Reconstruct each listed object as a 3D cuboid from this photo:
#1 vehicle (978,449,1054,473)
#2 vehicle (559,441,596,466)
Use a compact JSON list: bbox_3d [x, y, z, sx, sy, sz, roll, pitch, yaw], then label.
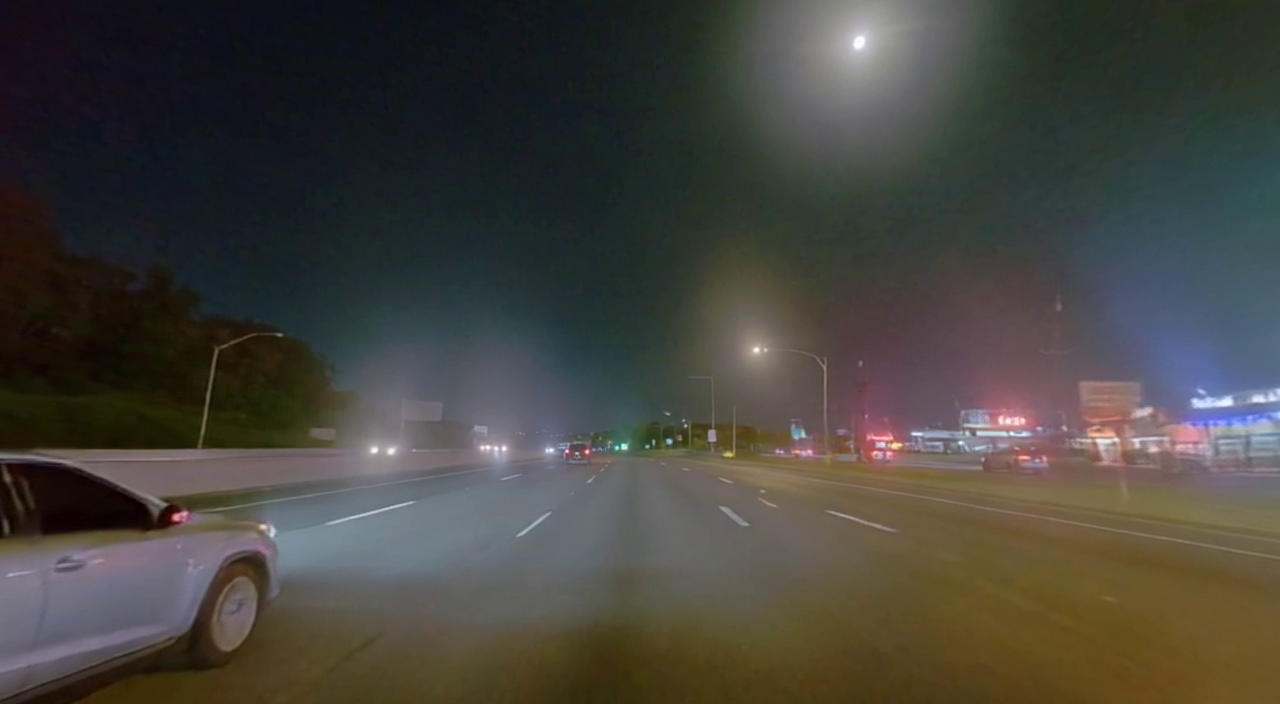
[{"bbox_3d":[29.556,8.576,49.868,1.972,1.749,5.464,2,-9,-10],"label":"vehicle"},{"bbox_3d":[-4.559,7.532,47.175,2.236,1.736,5.585,0,-8,0],"label":"vehicle"}]
